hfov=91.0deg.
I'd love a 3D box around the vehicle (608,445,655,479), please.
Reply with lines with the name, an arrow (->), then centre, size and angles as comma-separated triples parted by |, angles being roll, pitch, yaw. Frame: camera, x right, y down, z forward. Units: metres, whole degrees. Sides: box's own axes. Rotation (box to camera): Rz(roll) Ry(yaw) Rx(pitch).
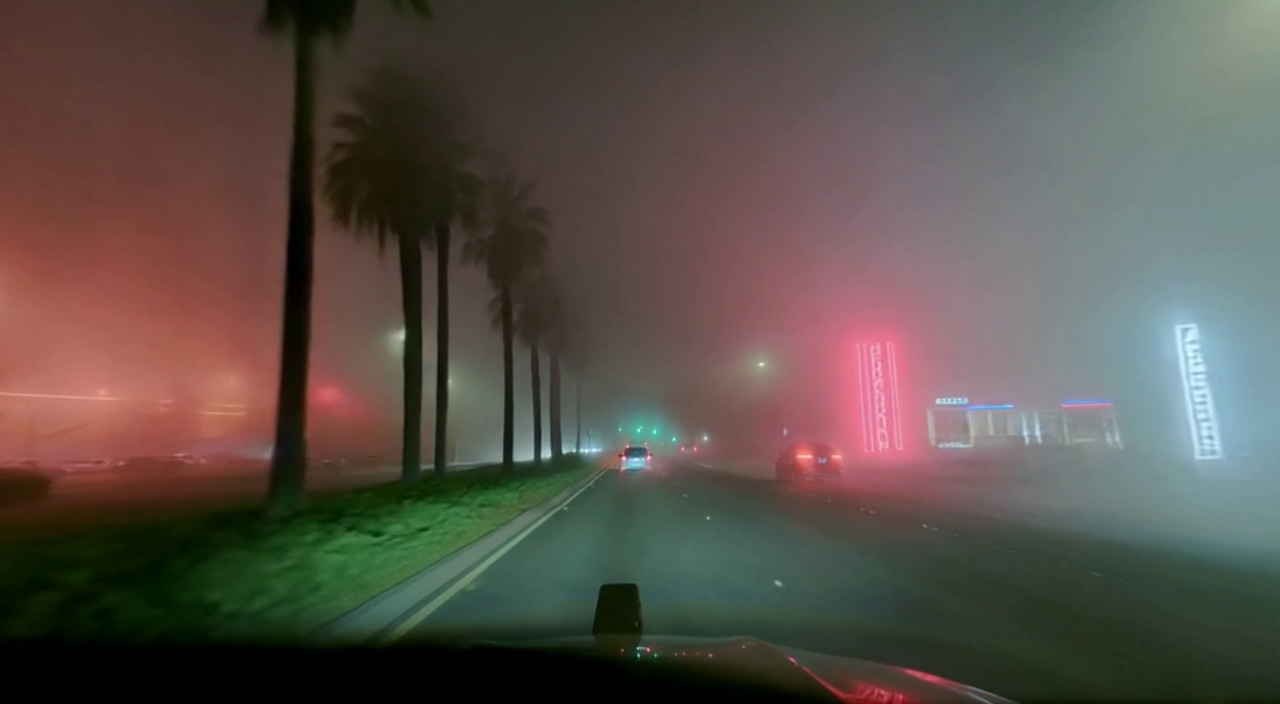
vehicle -> -0.354, 4.849, 28.118 | 1.970, 1.402, 3.756 | 0, -8, 0

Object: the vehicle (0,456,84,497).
vehicle -> -24.388, 4.790, 24.428 | 3.898, 1.459, 1.680 | 1, -8, -2

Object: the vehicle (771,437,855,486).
vehicle -> 6.391, 4.082, 23.759 | 1.949, 1.647, 3.894 | 0, -8, -2
